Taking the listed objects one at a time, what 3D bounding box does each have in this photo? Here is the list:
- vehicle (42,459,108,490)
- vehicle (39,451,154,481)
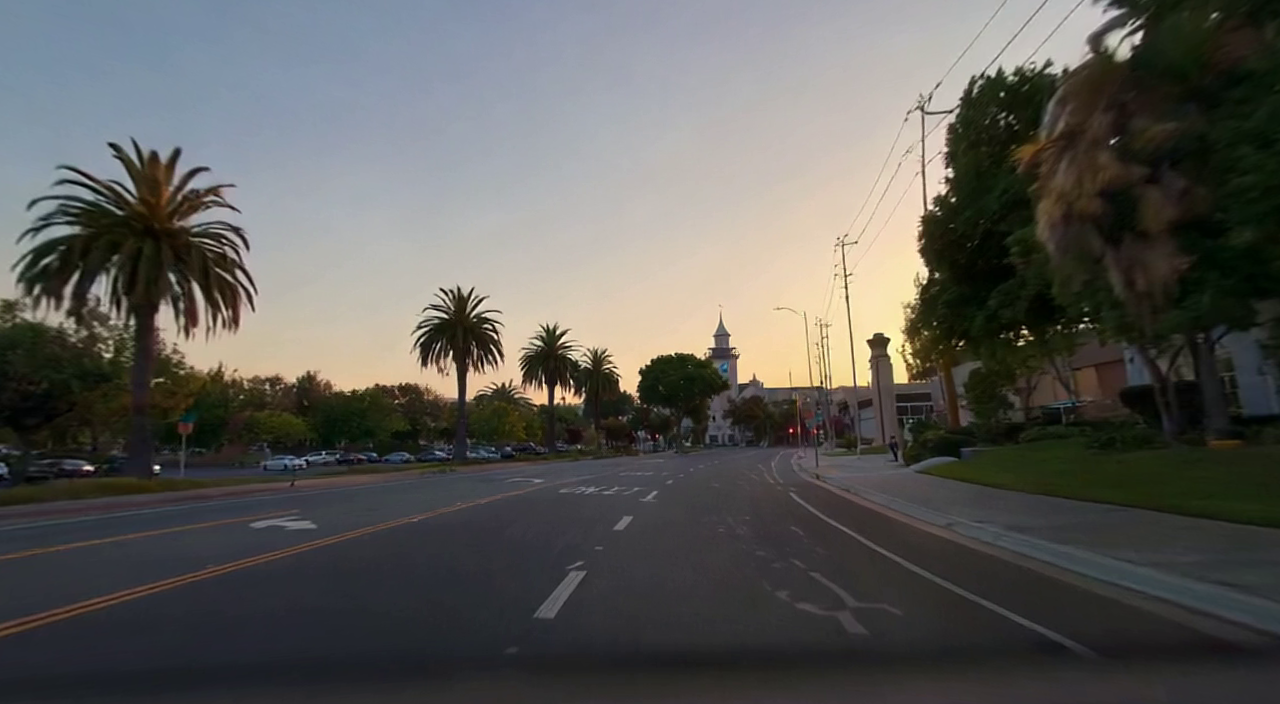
[{"bbox_3d":[-31.843,6.848,35.340,4.647,1.539,1.949,-7,-11,39],"label":"vehicle"},{"bbox_3d":[-36.152,7.553,41.858,5.582,1.832,2.493,-1,-9,6],"label":"vehicle"}]
